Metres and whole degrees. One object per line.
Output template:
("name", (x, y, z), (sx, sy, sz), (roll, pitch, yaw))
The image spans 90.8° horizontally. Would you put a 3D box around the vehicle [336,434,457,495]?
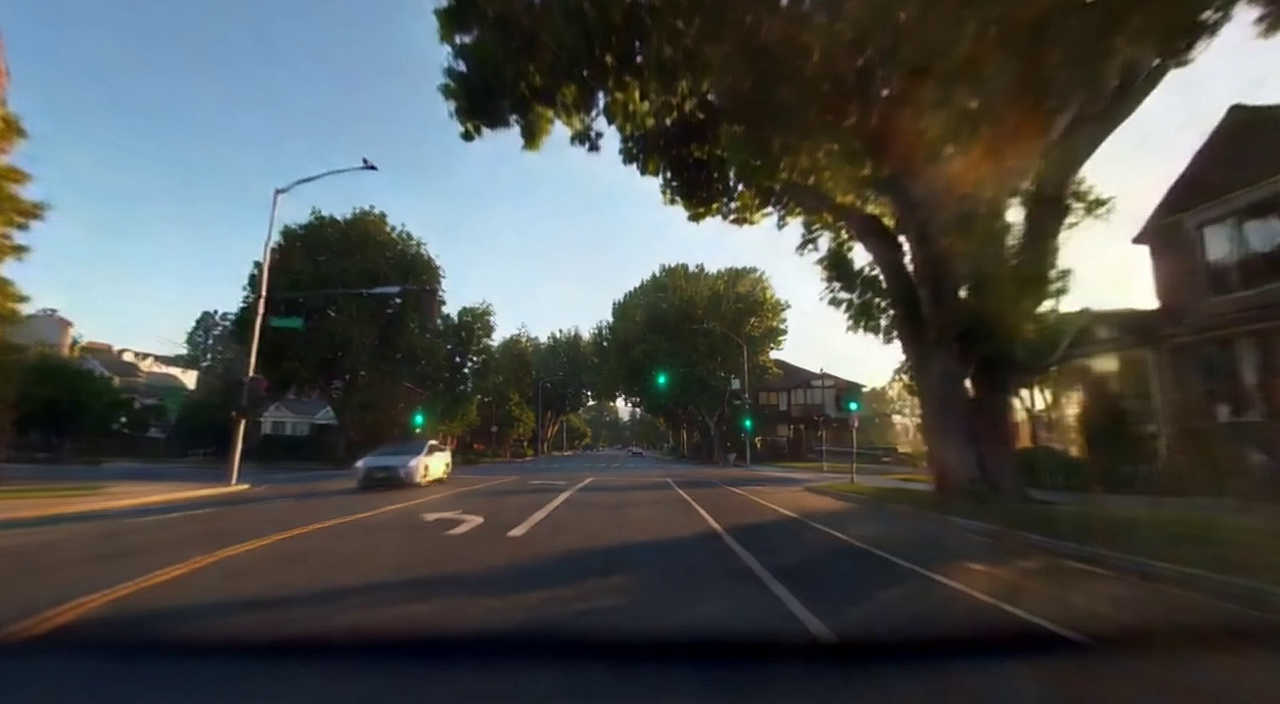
("vehicle", (-7.637, 3.554, 20.375), (2.091, 1.727, 4.413), (0, -8, 1))
